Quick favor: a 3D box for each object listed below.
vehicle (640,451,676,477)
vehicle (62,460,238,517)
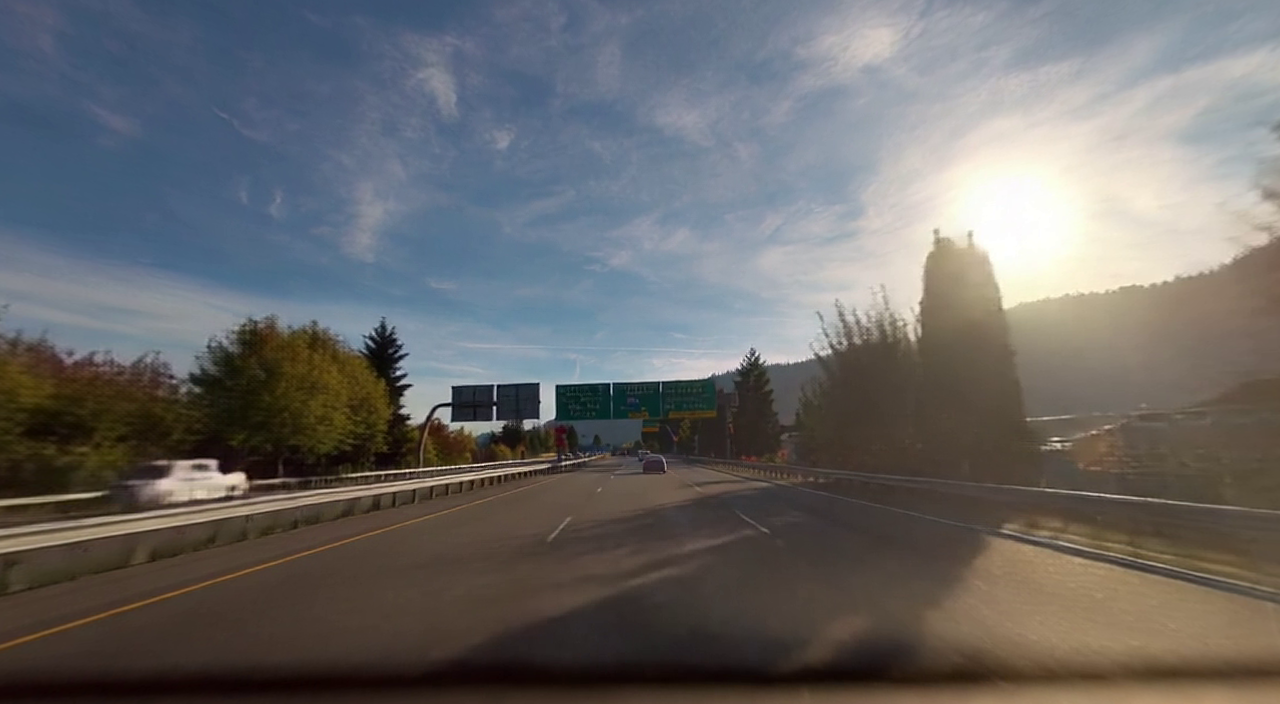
[{"bbox_3d":[1.028,6.652,37.728,2.036,1.457,3.471,0,-9,-1],"label":"vehicle"},{"bbox_3d":[-17.113,4.763,22.467,2.335,1.694,4.933,0,-9,-1],"label":"vehicle"}]
